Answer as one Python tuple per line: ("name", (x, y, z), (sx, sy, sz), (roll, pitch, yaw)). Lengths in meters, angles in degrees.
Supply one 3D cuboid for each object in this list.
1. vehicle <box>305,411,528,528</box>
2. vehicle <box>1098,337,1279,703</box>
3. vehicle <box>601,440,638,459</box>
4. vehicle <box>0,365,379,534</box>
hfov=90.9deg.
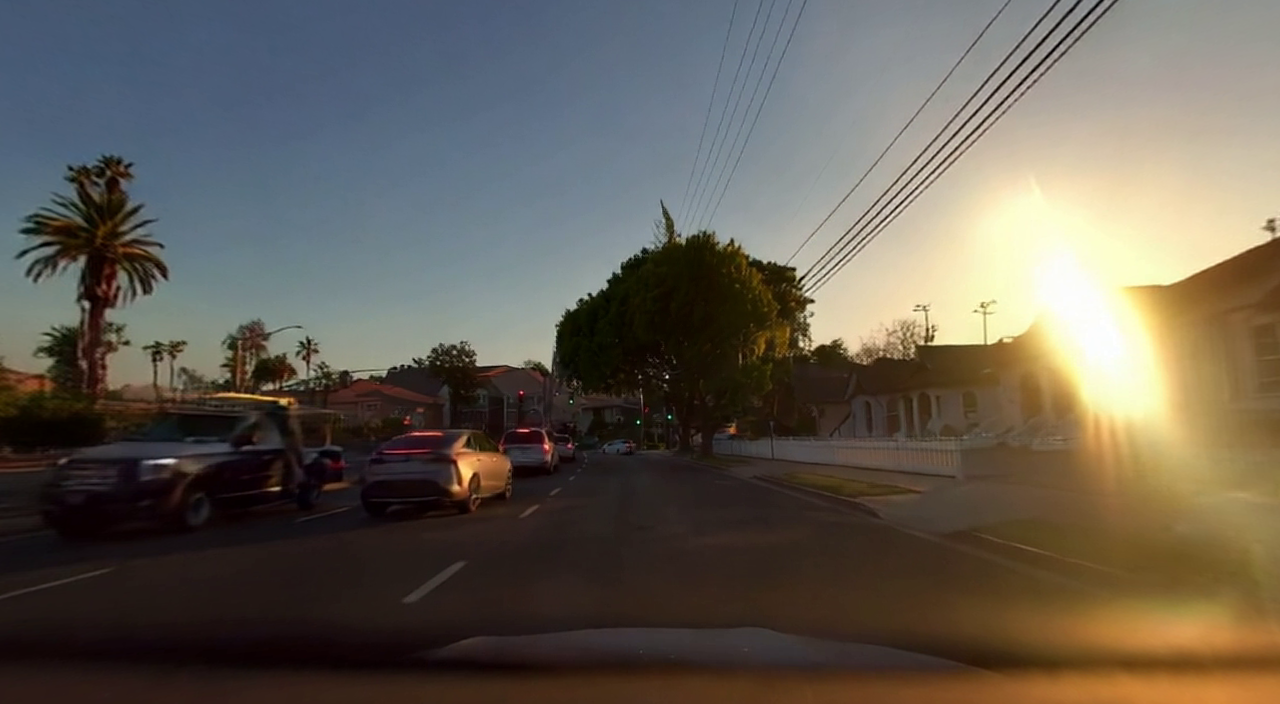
("vehicle", (-3.577, 1.979, 11.238), (2.181, 1.636, 4.504), (0, -8, 2))
("vehicle", (3.683, 0.649, 1.551), (1.801, 1.746, 4.325), (0, -8, 0))
("vehicle", (-1.451, 6.635, 42.924), (2.131, 1.222, 3.868), (1, -8, -7))
("vehicle", (-6.995, 1.640, 10.990), (2.507, 2.141, 5.764), (0, -8, -1))
